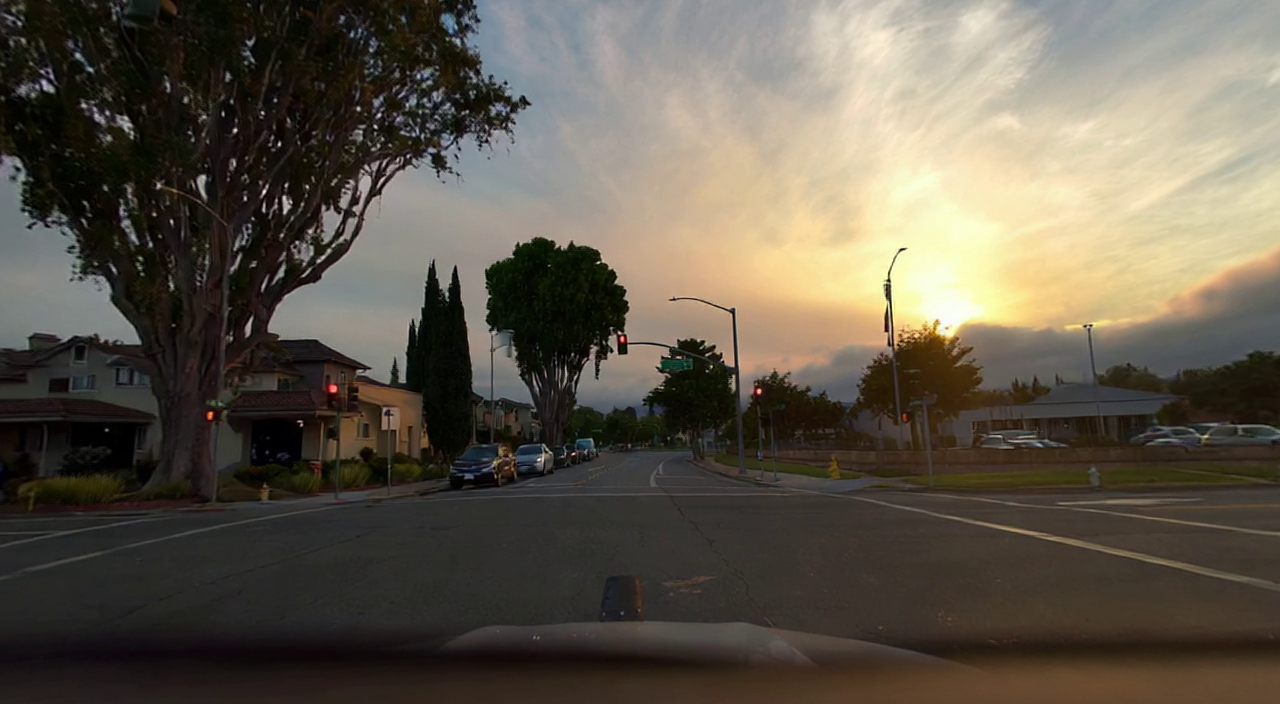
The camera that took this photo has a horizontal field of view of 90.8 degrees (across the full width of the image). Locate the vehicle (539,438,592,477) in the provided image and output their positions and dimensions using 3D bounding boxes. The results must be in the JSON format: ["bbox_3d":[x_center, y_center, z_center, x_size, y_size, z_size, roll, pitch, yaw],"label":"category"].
[{"bbox_3d":[-3.655,5.283,31.913,2.120,1.783,4.788,0,-9,0],"label":"vehicle"}]

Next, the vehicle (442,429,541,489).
[{"bbox_3d":[-6.512,4.827,28.933,2.896,2.339,7.322,0,-9,-1],"label":"vehicle"}]

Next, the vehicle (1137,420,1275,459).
[{"bbox_3d":[33.270,5.165,37.249,5.969,2.149,2.331,0,-9,-3],"label":"vehicle"}]

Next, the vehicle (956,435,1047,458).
[{"bbox_3d":[25.003,6.548,43.839,5.172,1.515,1.851,0,-9,-2],"label":"vehicle"}]
